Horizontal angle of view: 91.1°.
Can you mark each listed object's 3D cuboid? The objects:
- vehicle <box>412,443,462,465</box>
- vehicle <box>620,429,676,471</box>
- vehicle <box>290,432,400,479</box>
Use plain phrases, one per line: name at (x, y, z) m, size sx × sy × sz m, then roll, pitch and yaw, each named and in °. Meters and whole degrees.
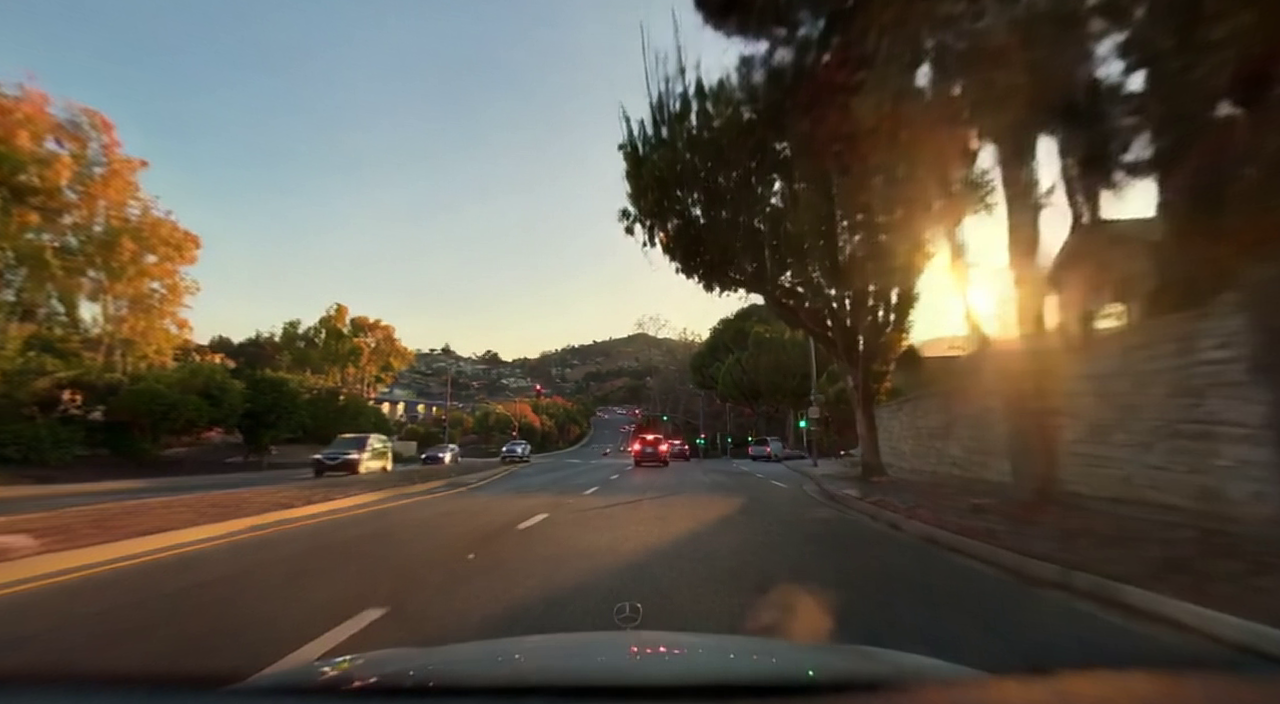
vehicle at (-15.406, 7.778, 47.901) m, size 1.924 × 1.598 × 4.652 m, roll -1°, pitch -9°, yaw 5°
vehicle at (0.456, 4.732, 30.441) m, size 2.152 × 1.822 × 4.391 m, roll -1°, pitch -9°, yaw 8°
vehicle at (-12.213, 4.316, 26.448) m, size 2.111 × 1.751 × 4.757 m, roll -1°, pitch -8°, yaw 3°
